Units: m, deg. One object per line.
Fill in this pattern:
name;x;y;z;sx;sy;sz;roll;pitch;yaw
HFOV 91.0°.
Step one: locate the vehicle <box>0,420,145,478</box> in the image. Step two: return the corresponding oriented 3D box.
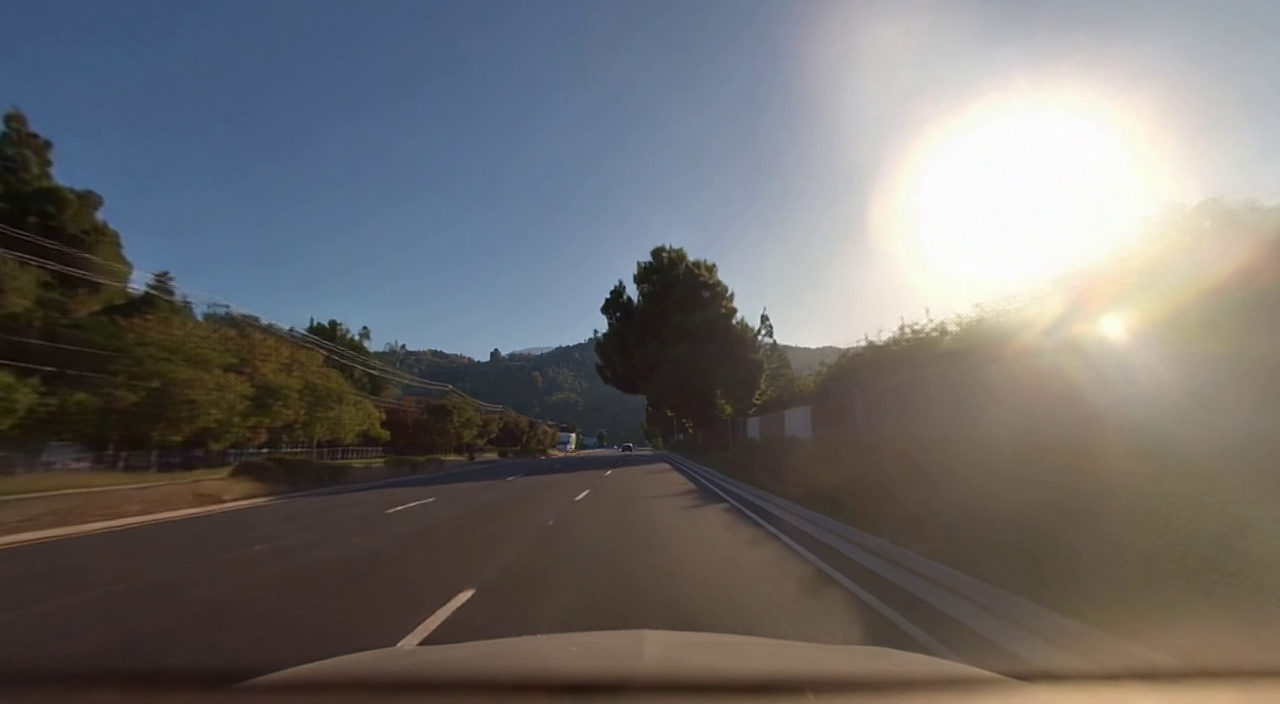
vehicle;-46.290;7.472;49.066;2.914;3.973;17.272;2;-8;-5
